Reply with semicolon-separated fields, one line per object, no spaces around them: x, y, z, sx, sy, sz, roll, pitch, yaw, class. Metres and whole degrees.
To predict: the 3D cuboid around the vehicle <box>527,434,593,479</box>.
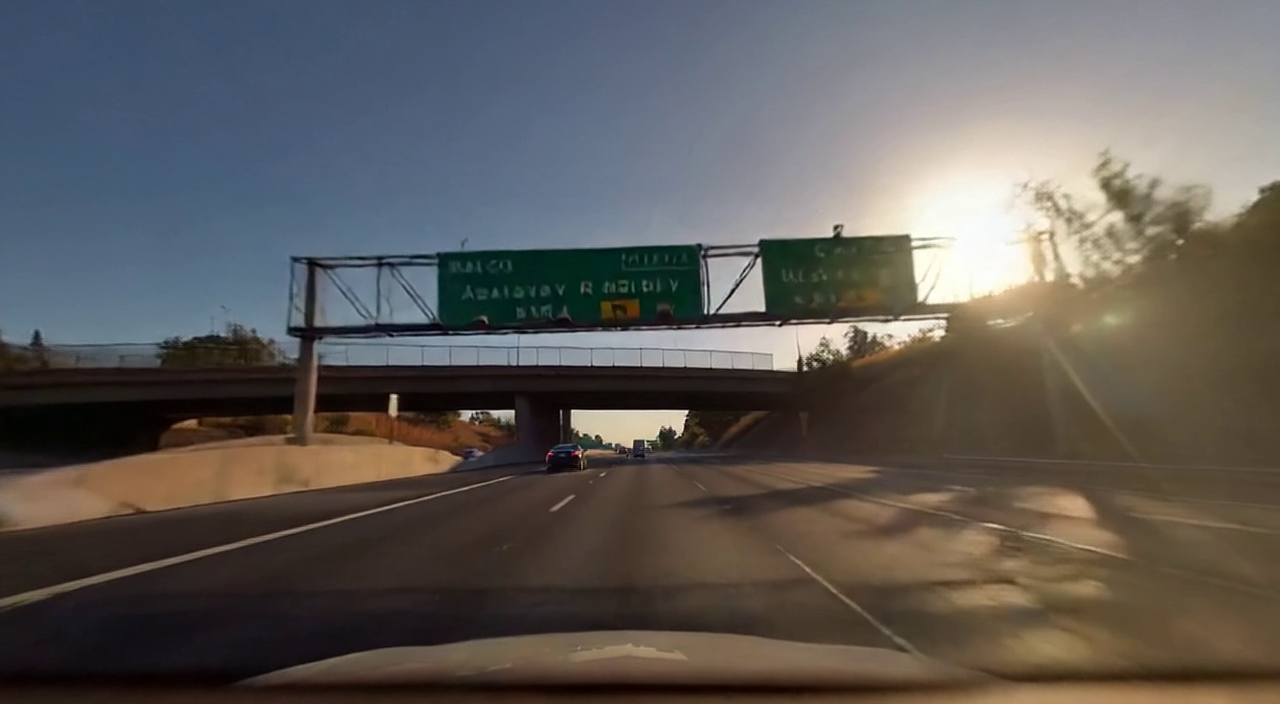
-3.189;4.274;26.054;2.072;1.706;4.359;0;-8;1;vehicle
